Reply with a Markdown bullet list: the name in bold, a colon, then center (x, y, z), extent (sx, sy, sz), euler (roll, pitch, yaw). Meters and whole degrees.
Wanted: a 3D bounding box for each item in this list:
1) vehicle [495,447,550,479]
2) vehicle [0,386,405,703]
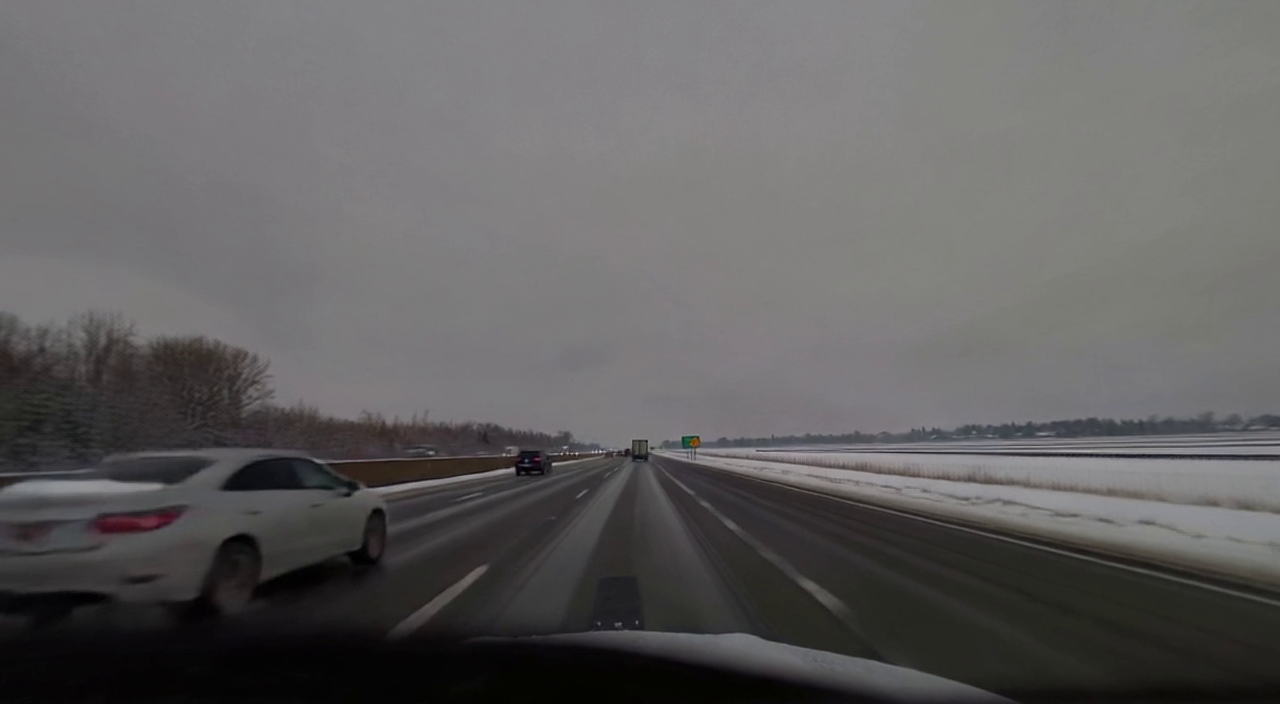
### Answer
- **vehicle**: center (-6.651, 6.339, 36.244), extent (2.234, 1.698, 4.634), euler (0, -9, 1)
- **vehicle**: center (-3.623, 1.272, 4.527), extent (2.139, 1.607, 4.378), euler (0, -9, 1)
